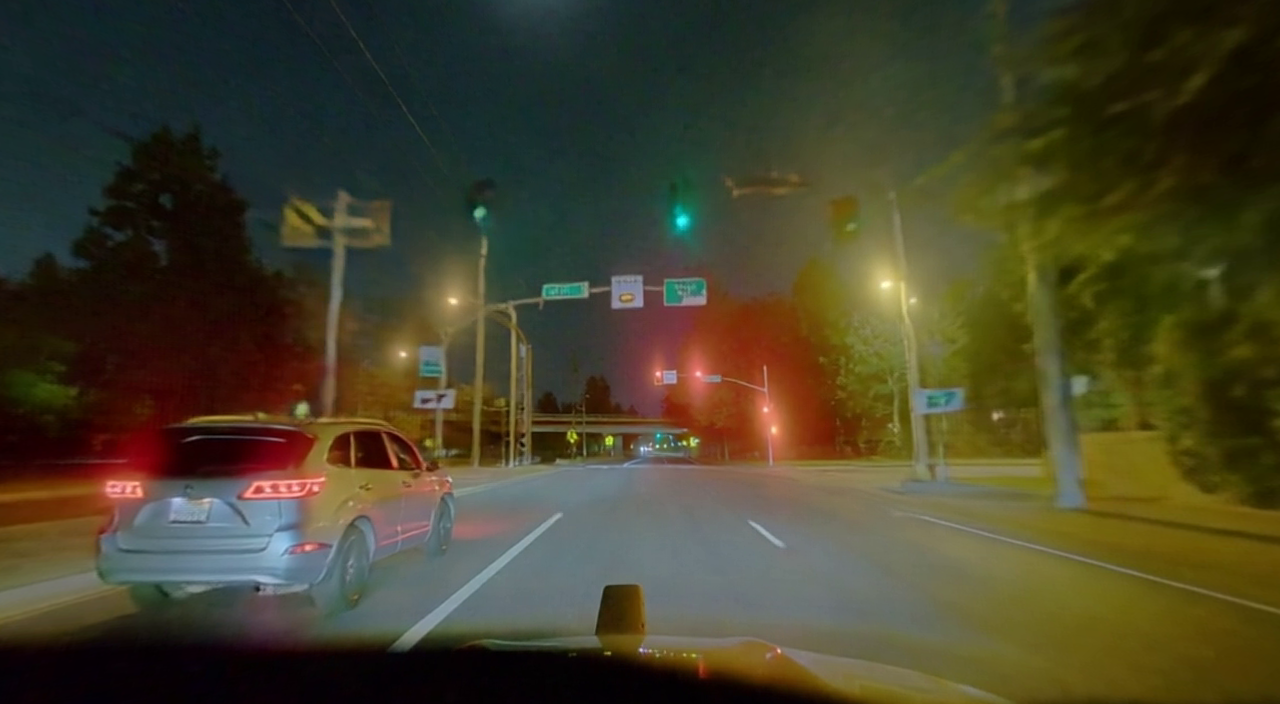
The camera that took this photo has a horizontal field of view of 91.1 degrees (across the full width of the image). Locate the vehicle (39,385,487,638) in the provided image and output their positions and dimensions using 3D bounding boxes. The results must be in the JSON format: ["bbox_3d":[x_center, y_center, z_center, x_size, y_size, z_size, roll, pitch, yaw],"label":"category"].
[{"bbox_3d":[-3.092,1.396,6.492,1.882,1.704,4.335,0,-8,1],"label":"vehicle"}]
